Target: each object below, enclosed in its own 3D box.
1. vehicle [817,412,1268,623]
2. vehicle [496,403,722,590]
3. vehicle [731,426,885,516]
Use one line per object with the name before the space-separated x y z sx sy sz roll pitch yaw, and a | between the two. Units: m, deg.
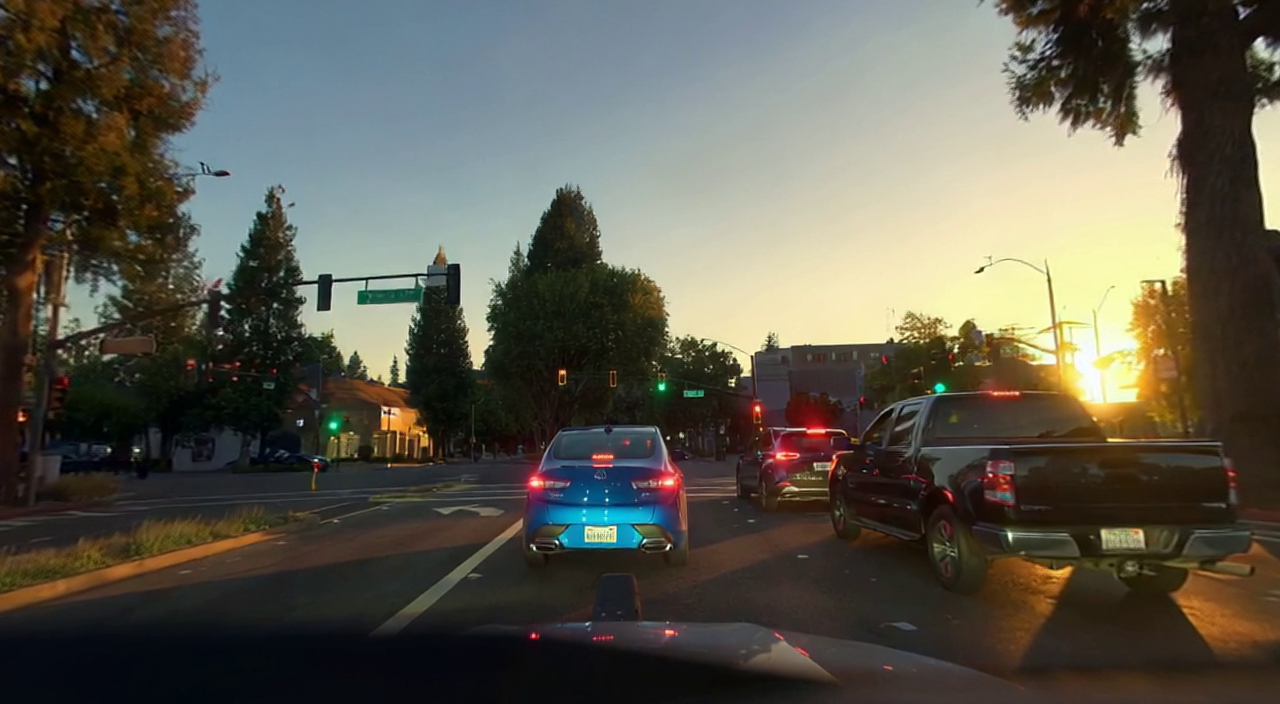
vehicle | 3.658 1.573 7.067 1.955 1.550 4.587 0 -8 -1
vehicle | -0.282 1.584 7.634 2.037 1.674 3.693 0 -8 0
vehicle | 3.374 2.484 13.690 2.031 1.626 4.264 0 -8 -2
